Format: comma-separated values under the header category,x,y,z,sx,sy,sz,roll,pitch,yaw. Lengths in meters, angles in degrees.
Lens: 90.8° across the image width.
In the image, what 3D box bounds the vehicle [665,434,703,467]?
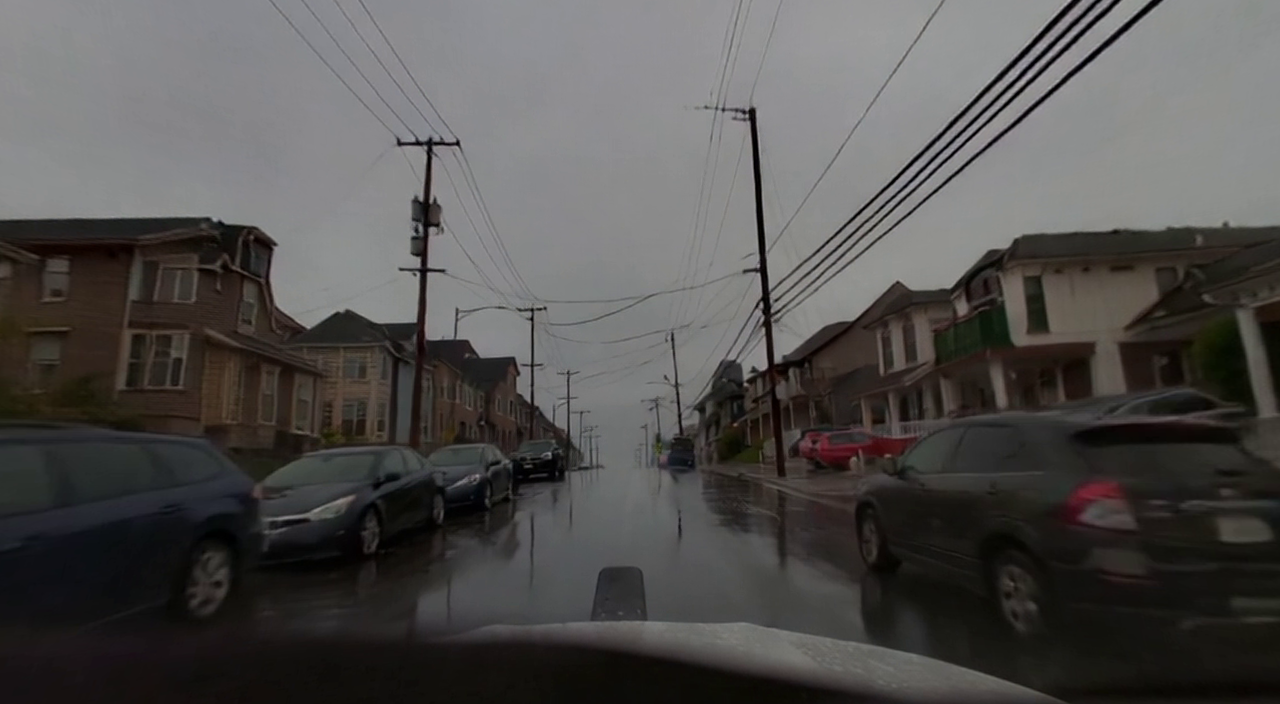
category,x,y,z,sx,sy,sz,roll,pitch,yaw
vehicle,3.137,7.171,46.031,2.343,2.229,4.199,0,-9,-1

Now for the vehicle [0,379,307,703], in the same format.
category,x,y,z,sx,sy,sz,roll,pitch,yaw
vehicle,-4.263,1.151,3.812,2.031,1.708,4.746,-2,-10,-2

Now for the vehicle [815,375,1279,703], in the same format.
category,x,y,z,sx,sy,sz,roll,pitch,yaw
vehicle,3.315,1.279,5.508,1.957,1.644,4.433,1,-9,-5
